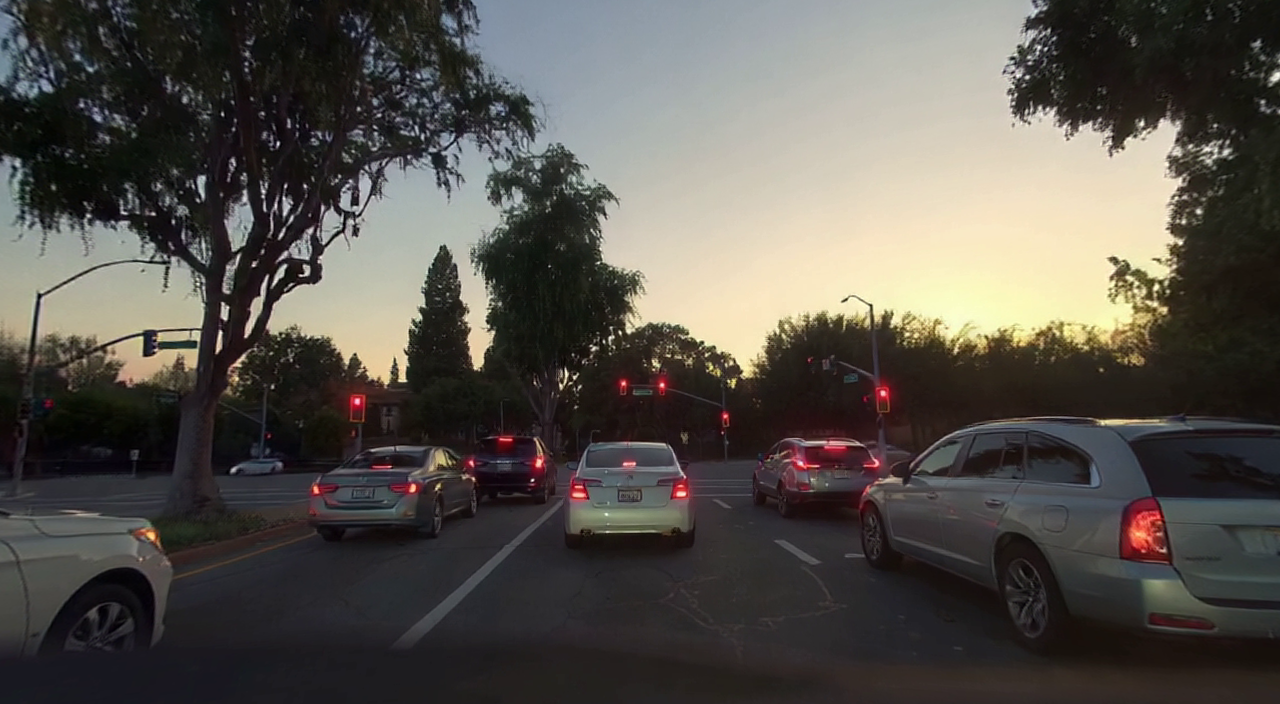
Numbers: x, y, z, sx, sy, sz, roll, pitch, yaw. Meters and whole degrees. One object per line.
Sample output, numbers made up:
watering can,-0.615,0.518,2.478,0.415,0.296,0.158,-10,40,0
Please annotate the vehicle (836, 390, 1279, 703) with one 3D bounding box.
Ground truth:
vehicle,3.394,1.304,5.423,1.933,1.564,4.600,0,-8,0

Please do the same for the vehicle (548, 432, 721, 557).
vehicle,-0.077,2.003,9.591,2.061,1.470,3.970,0,-8,0

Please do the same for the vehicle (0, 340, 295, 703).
vehicle,-3.652,0.838,2.533,2.047,1.764,4.369,0,-8,0

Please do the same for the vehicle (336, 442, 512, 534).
vehicle,-3.908,2.501,12.336,1.919,1.459,4.371,0,-8,0

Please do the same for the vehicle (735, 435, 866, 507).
vehicle,3.639,2.776,15.248,1.922,1.472,4.440,0,-8,-1
